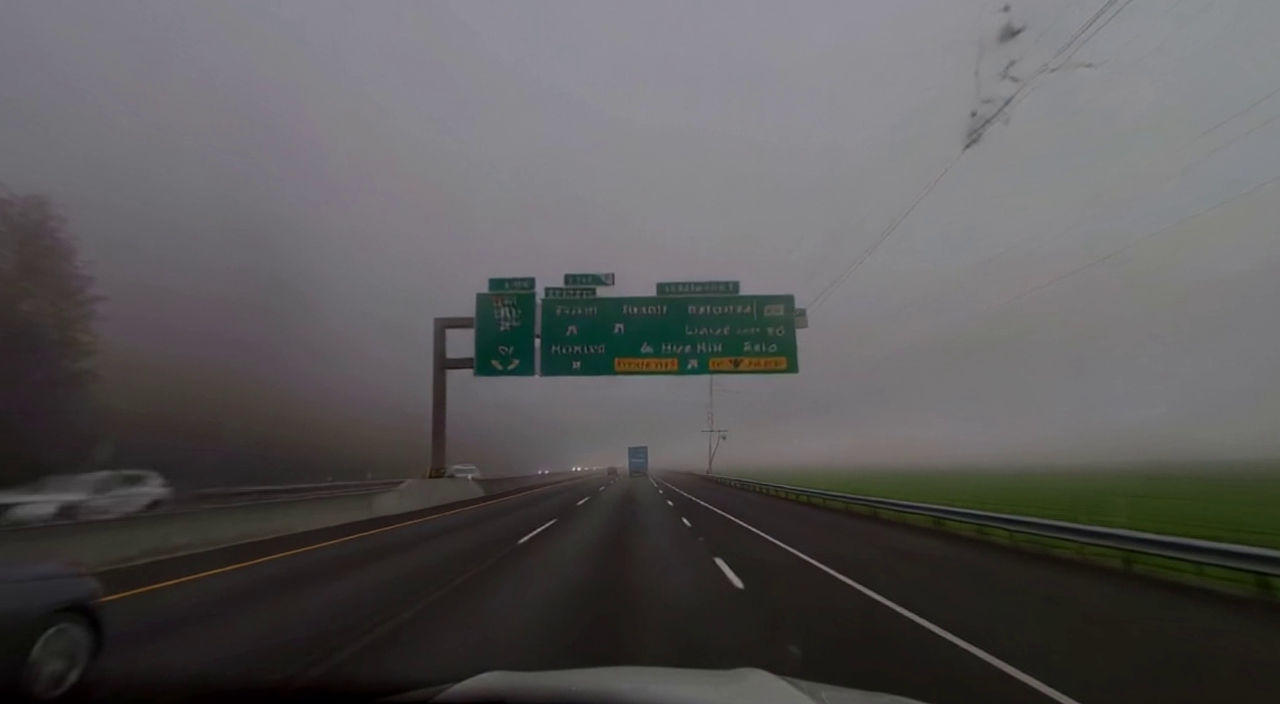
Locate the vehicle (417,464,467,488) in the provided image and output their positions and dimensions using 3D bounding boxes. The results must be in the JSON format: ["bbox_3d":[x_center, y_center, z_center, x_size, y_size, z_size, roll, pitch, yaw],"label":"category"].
[{"bbox_3d":[-12.014,7.556,38.511,1.731,1.369,3.999,1,-11,0],"label":"vehicle"}]

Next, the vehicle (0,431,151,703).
[{"bbox_3d":[-4.070,0.831,1.484,2.000,1.462,4.721,1,-10,0],"label":"vehicle"}]
